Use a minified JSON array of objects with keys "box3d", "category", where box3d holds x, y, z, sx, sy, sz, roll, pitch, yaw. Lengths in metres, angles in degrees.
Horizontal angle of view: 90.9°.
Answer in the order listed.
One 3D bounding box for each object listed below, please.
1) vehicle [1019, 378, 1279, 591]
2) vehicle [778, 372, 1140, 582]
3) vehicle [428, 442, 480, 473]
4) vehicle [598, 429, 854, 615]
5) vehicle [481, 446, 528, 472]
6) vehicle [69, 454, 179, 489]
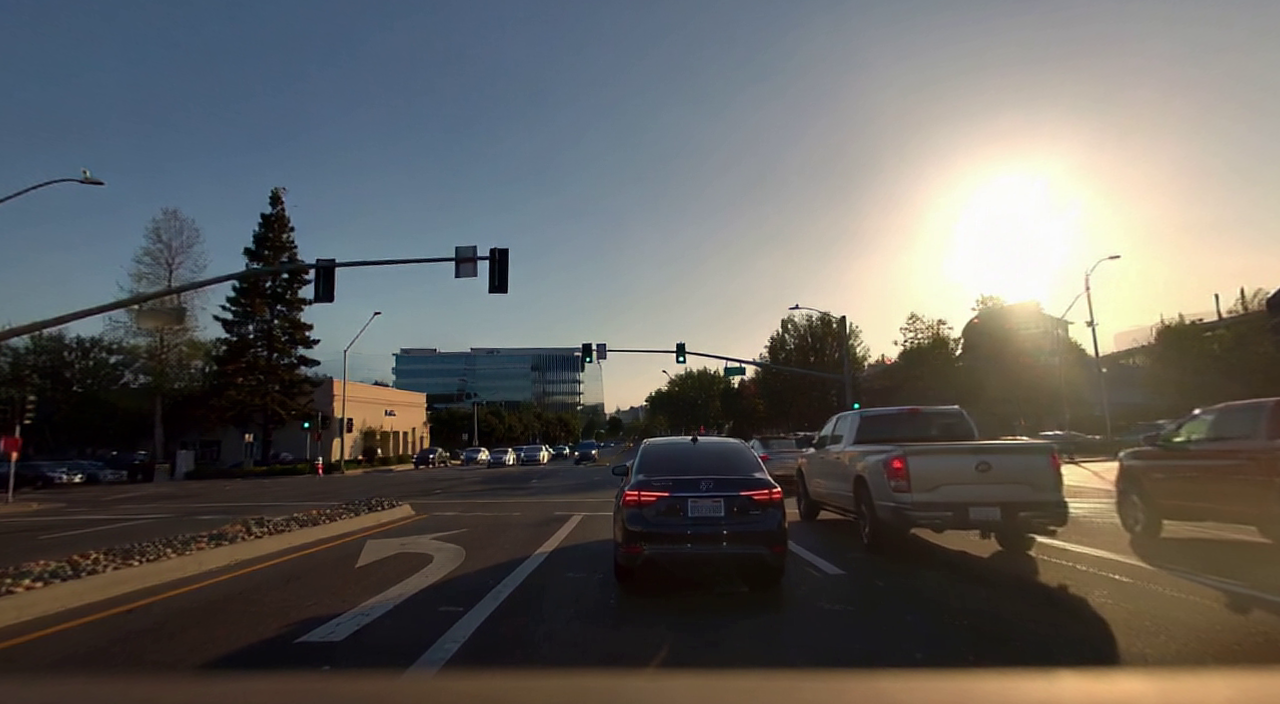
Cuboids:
[{"box3d":[7.264,1.459,7.349,2.323,2.009,5.266,0,-8,-1],"category":"vehicle"},{"box3d":[3.827,1.647,9.133,2.358,2.116,5.328,0,-8,-1],"category":"vehicle"},{"box3d":[-11.889,6.749,40.624,1.991,1.844,4.393,0,-8,0],"category":"vehicle"},{"box3d":[0.600,1.621,6.939,2.038,1.447,3.756,0,-8,-3],"category":"vehicle"},{"box3d":[-8.357,6.617,39.237,2.002,1.469,4.301,0,-8,-1],"category":"vehicle"},{"box3d":[-29.078,6.696,35.601,4.789,1.828,2.025,-2,-9,10],"category":"vehicle"}]
